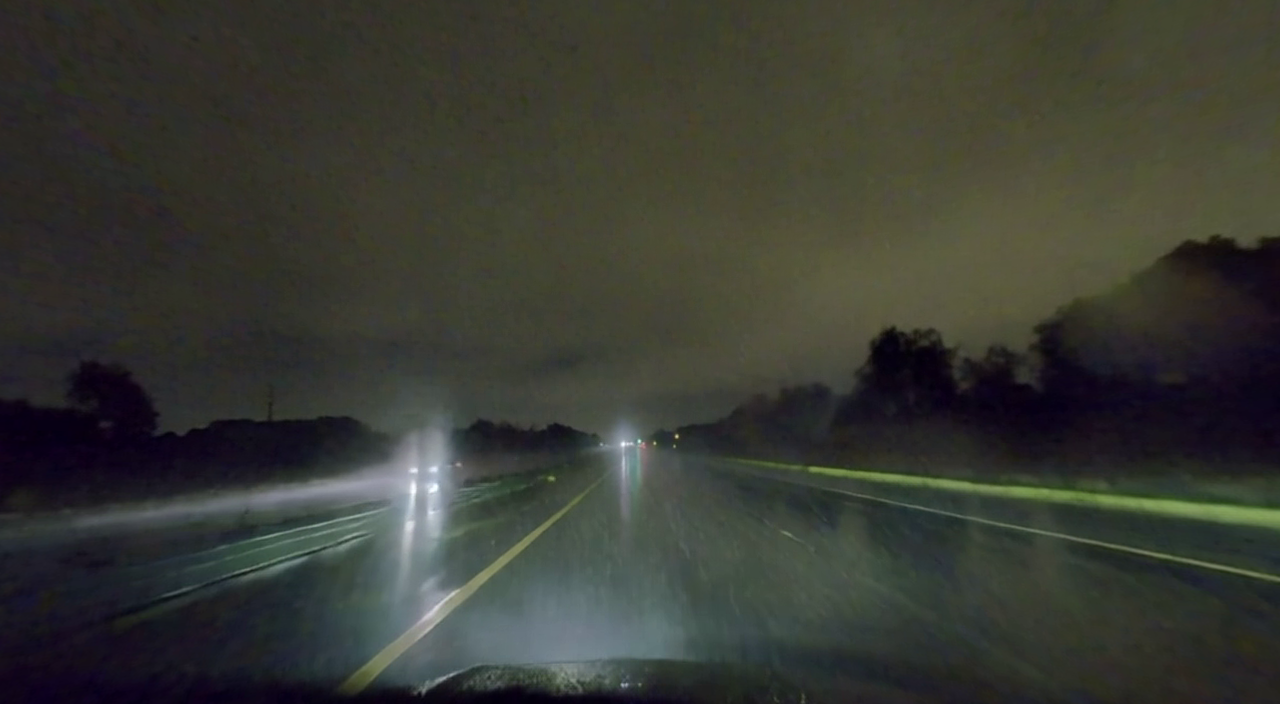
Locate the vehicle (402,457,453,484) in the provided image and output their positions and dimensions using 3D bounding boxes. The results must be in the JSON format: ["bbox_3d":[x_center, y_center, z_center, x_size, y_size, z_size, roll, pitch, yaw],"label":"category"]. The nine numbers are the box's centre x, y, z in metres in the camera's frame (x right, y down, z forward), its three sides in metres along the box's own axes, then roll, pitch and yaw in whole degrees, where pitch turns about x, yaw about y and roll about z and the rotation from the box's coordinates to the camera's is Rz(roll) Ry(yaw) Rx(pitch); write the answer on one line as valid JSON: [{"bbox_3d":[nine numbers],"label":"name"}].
[{"bbox_3d":[-13.315,7.415,39.435,1.829,1.480,4.160,-3,-9,-1],"label":"vehicle"}]
